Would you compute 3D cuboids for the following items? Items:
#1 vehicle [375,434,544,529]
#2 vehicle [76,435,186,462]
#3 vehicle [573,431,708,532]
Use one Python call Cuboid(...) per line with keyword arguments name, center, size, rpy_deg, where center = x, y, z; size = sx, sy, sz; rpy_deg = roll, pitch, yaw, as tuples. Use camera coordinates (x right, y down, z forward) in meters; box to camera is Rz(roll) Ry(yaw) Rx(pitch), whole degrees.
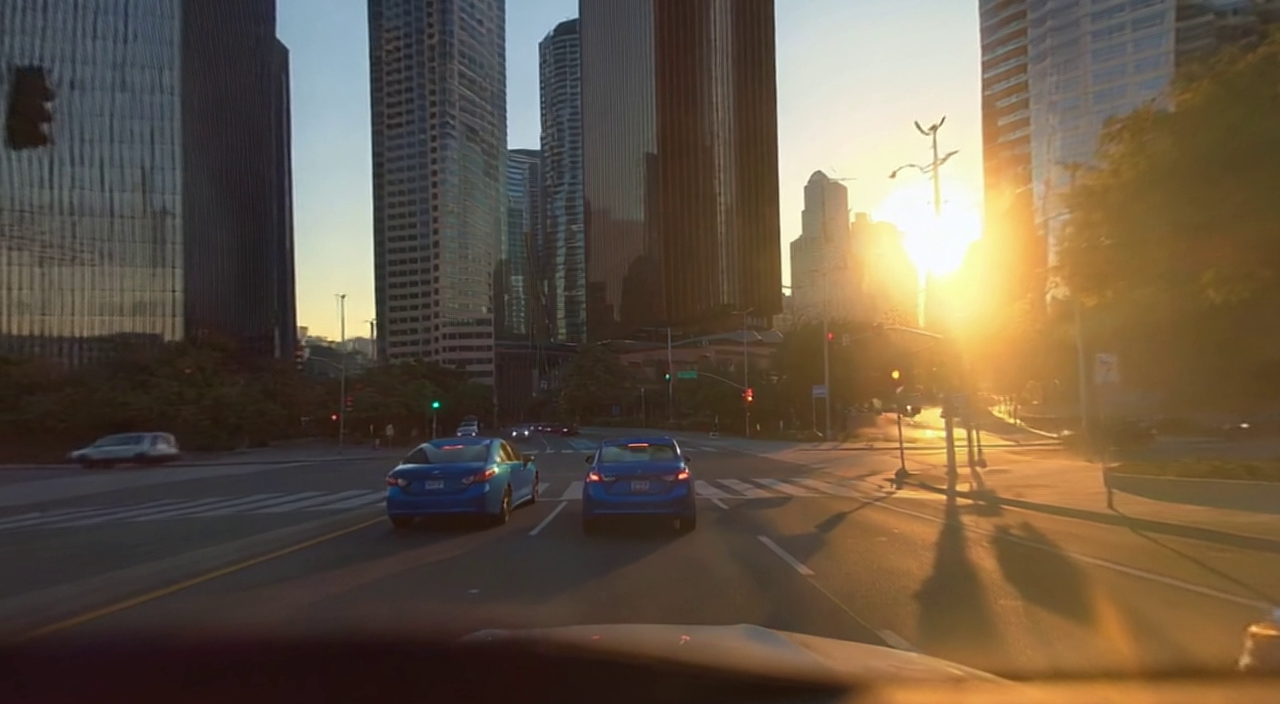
Cuboid(name="vehicle", center=(-3.207, 2.394, 12.351), size=(1.995, 1.479, 4.627), rpy_deg=(0, -8, -1))
Cuboid(name="vehicle", center=(-29.938, 5.687, 37.308), size=(4.533, 1.520, 1.887), rpy_deg=(2, -9, -14))
Cuboid(name="vehicle", center=(-0.047, 2.220, 11.397), size=(2.016, 1.478, 3.795), rpy_deg=(0, -8, -2))
